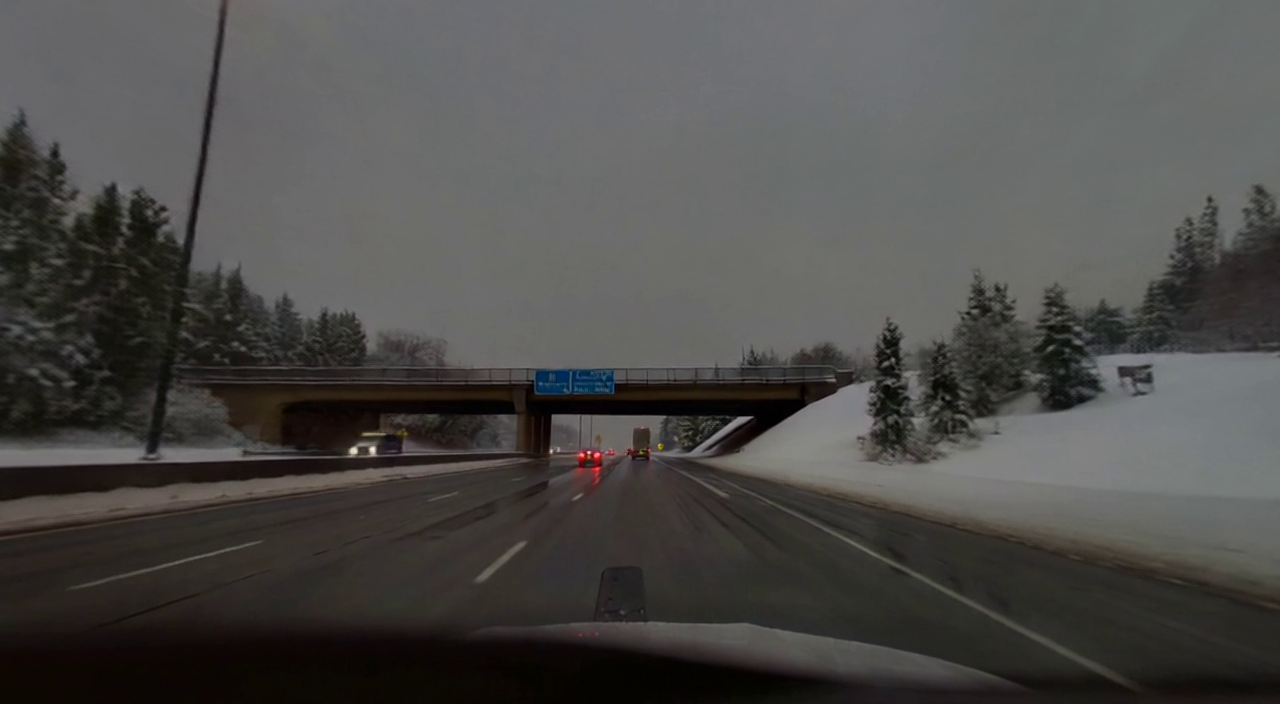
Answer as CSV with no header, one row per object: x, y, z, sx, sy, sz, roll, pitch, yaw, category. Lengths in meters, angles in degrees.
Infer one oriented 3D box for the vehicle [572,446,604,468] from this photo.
-3.863,7.901,47.711,2.070,1.564,4.145,0,-9,0,vehicle
